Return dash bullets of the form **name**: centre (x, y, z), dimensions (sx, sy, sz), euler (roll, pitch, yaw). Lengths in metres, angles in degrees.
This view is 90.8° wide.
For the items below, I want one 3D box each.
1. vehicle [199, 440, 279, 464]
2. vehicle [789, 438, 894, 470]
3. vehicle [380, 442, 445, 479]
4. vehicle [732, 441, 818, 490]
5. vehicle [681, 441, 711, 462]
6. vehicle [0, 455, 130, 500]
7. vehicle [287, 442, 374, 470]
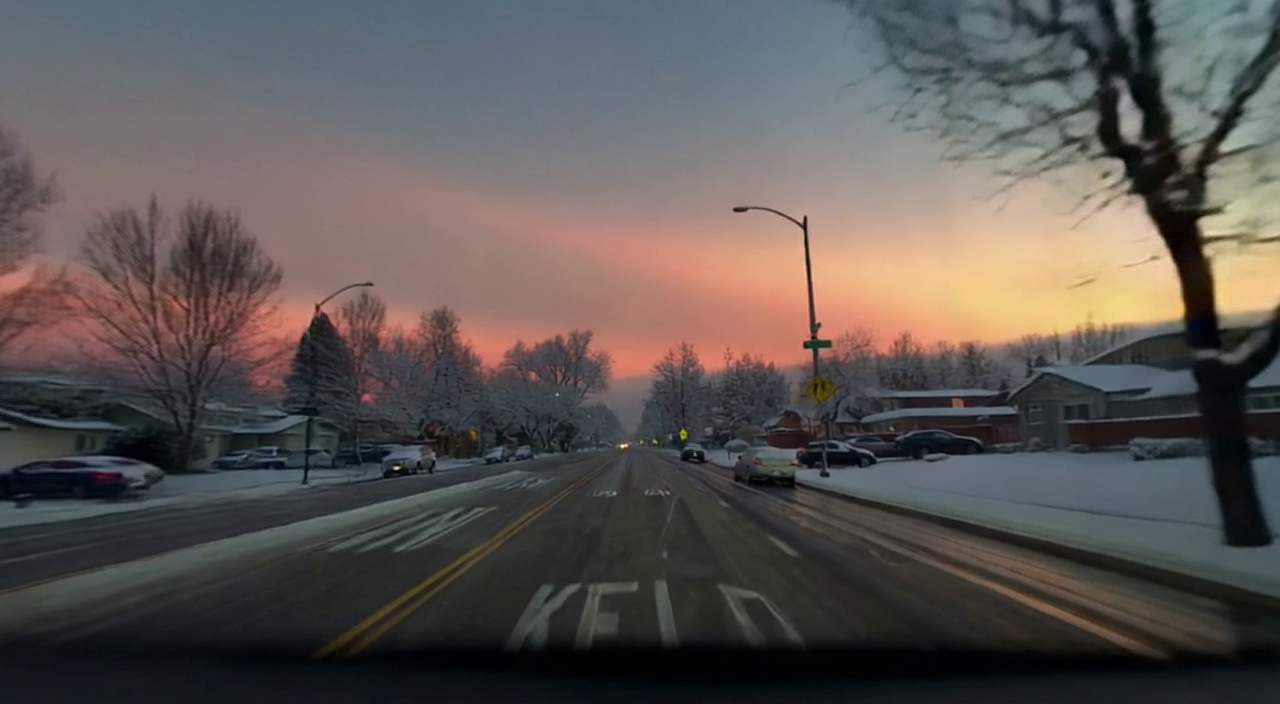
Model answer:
- **vehicle**: centre (-26.800, 6.705, 42.343), dimensions (4.073, 1.502, 1.822), euler (-1, -8, -2)
- **vehicle**: centre (9.940, 5.029, 31.394), dimensions (4.501, 1.502, 1.975), euler (0, -8, -1)
- **vehicle**: centre (-12.932, 6.132, 36.161), dimensions (2.049, 1.782, 4.460), euler (-4, -7, 0)
- **vehicle**: centre (4.465, 3.794, 21.573), dimensions (1.970, 1.455, 4.233), euler (0, -8, -1)
- **vehicle**: centre (4.346, 7.832, 49.878), dimensions (1.925, 1.482, 4.746), euler (0, -8, 0)
- **vehicle**: centre (-21.553, 4.504, 22.833), dimensions (4.413, 1.477, 2.100), euler (0, -8, 1)
- **vehicle**: centre (-20.525, 6.905, 42.098), dimensions (4.744, 1.752, 2.008), euler (1, -8, -7)
